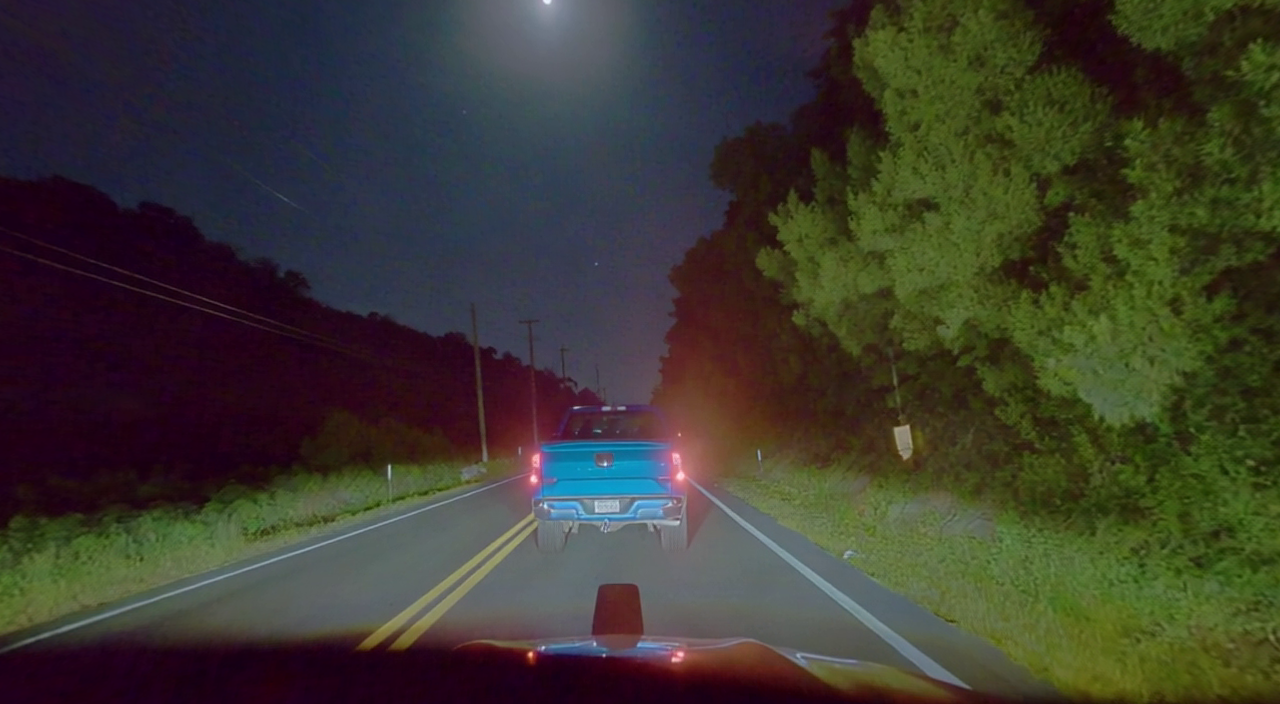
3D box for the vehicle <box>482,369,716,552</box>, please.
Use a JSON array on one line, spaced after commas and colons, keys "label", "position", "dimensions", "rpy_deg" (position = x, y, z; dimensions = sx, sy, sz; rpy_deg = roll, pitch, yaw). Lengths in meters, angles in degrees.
[{"label": "vehicle", "position": [-0.531, 1.746, 10.709], "dimensions": [2.837, 2.223, 5.885], "rpy_deg": [0, -8, -1]}]
